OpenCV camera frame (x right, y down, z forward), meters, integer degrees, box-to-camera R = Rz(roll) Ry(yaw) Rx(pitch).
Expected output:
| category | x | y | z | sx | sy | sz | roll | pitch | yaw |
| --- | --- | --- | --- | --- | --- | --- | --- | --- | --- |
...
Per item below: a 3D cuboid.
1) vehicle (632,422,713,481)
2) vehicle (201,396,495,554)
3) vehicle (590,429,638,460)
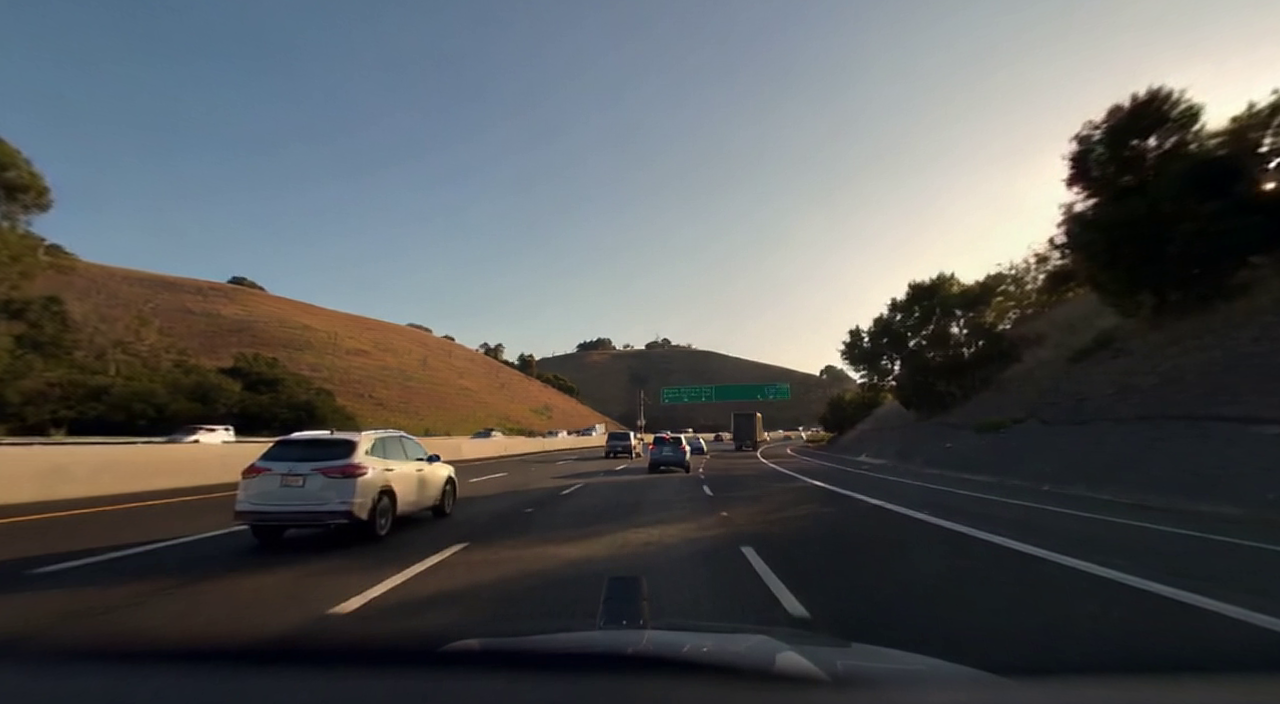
| category | x | y | z | sx | sy | sz | roll | pitch | yaw |
| --- | --- | --- | --- | --- | --- | --- | --- | --- | --- |
| vehicle | 1.144 | 3.412 | 21.771 | 2.484 | 1.820 | 4.497 | -1 | -8 | 4 |
| vehicle | -3.714 | 1.667 | 9.165 | 2.077 | 1.712 | 4.406 | 0 | -8 | 1 |
| vehicle | -1.458 | 5.532 | 37.619 | 2.194 | 1.702 | 4.305 | -1 | -8 | 7 |
